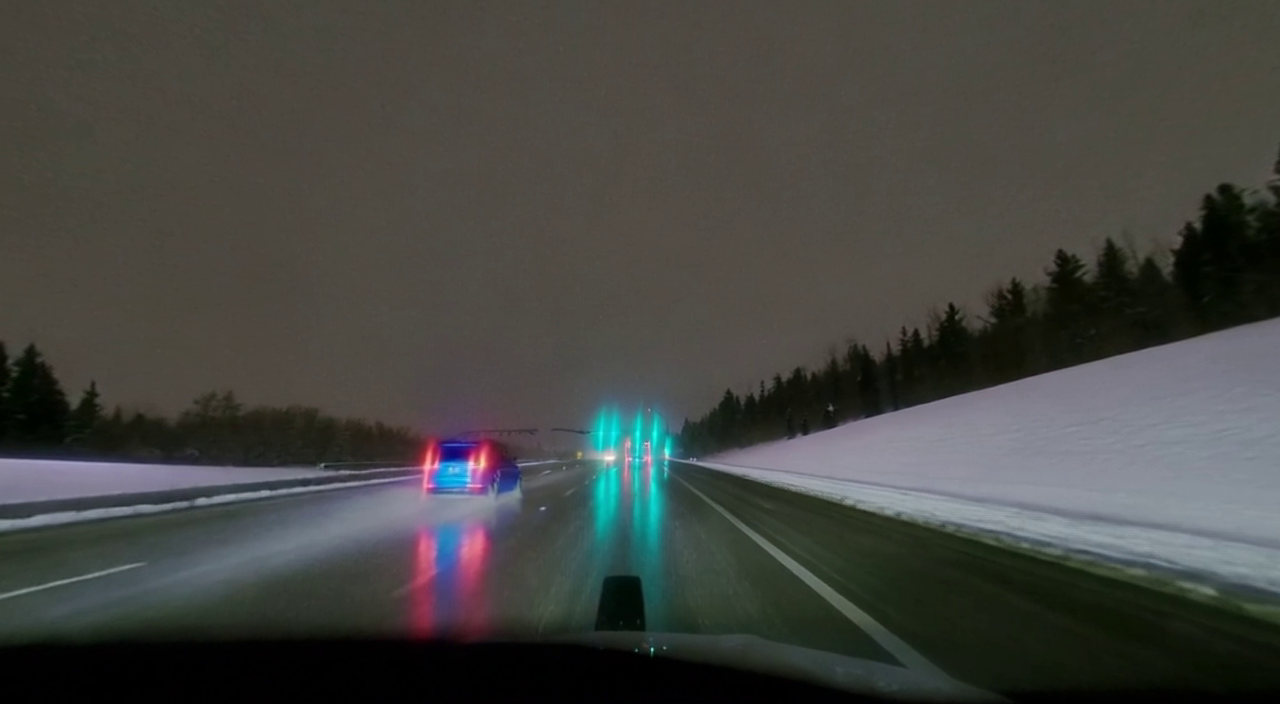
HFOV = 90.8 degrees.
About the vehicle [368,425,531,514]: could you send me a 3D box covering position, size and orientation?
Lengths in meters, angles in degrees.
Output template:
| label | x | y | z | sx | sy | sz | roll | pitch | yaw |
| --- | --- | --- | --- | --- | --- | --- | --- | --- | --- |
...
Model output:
| label | x | y | z | sx | sy | sz | roll | pitch | yaw |
| --- | --- | --- | --- | --- | --- | --- | --- | --- | --- |
| vehicle | -4.226 | 2.716 | 15.114 | 2.272 | 1.759 | 5.058 | 0 | -9 | 1 |
